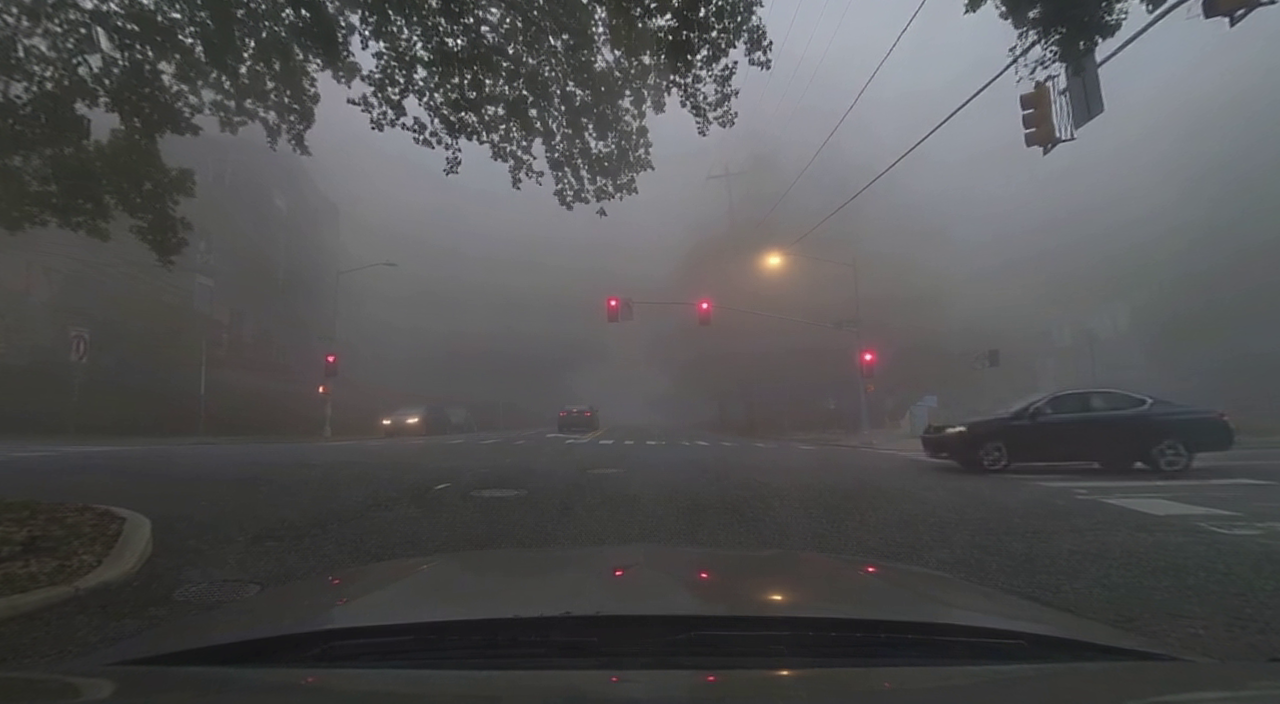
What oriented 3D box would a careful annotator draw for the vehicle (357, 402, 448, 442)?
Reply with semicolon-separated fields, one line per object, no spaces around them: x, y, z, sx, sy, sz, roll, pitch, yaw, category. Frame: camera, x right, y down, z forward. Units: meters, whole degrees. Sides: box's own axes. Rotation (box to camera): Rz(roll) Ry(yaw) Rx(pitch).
-12.330;3.770;33.289;2.340;1.902;4.920;-1;-9;8;vehicle

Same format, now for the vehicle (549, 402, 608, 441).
-3.233;3.894;34.520;2.306;1.907;5.382;-1;-9;4;vehicle

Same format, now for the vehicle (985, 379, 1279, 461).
11.985;1.741;15.735;5.383;1.870;2.203;-1;-9;4;vehicle

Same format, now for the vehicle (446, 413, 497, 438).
-11.040;4.889;41.735;1.899;1.510;4.294;-1;-9;4;vehicle
